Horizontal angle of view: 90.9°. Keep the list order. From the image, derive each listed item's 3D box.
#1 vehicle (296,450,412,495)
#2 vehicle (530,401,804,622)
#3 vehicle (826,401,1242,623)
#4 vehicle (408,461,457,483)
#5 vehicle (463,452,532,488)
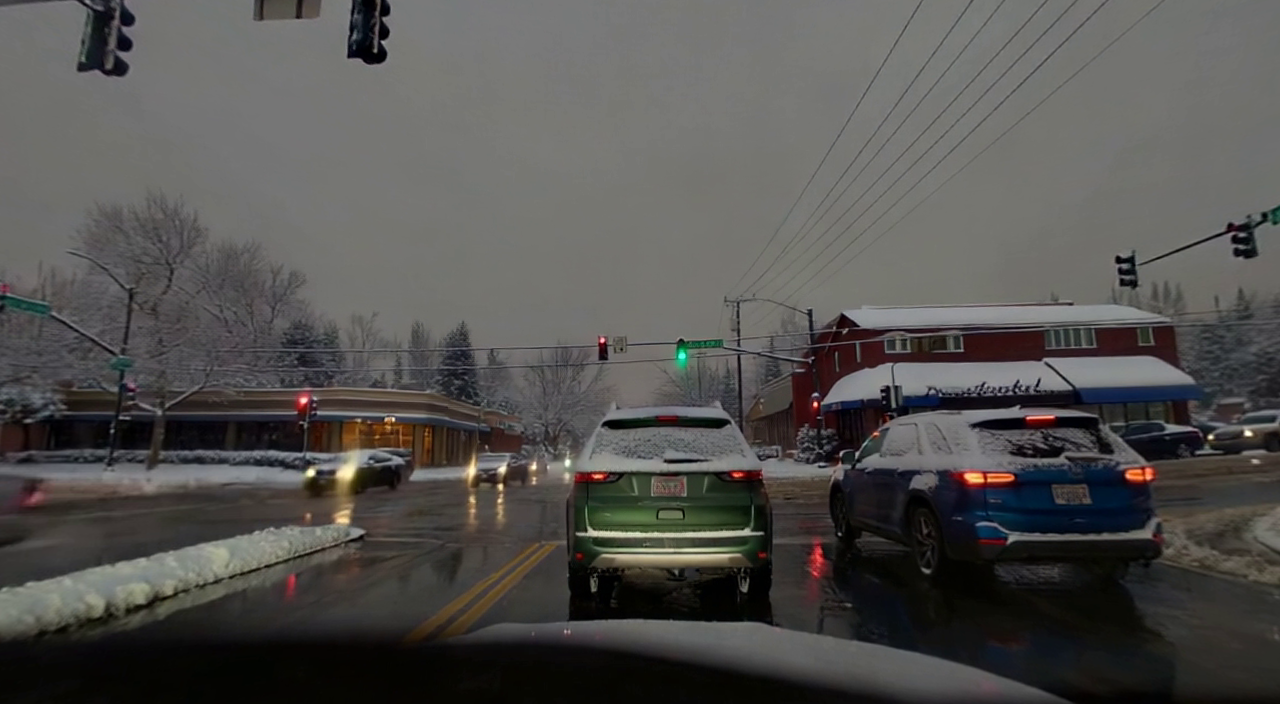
[{"bbox_3d":[-10.883,4.594,24.456,1.958,1.493,4.795,-1,-8,5],"label":"vehicle"},{"bbox_3d":[0.262,1.508,6.821,2.098,1.682,3.778,0,-8,2],"label":"vehicle"},{"bbox_3d":[3.610,1.519,6.951,1.976,1.664,4.189,-1,-8,2],"label":"vehicle"},{"bbox_3d":[-15.485,8.959,47.269,1.875,1.475,4.449,-1,-8,5],"label":"vehicle"},{"bbox_3d":[-6.552,5.464,29.523,1.924,1.453,4.343,-1,-8,4],"label":"vehicle"}]
